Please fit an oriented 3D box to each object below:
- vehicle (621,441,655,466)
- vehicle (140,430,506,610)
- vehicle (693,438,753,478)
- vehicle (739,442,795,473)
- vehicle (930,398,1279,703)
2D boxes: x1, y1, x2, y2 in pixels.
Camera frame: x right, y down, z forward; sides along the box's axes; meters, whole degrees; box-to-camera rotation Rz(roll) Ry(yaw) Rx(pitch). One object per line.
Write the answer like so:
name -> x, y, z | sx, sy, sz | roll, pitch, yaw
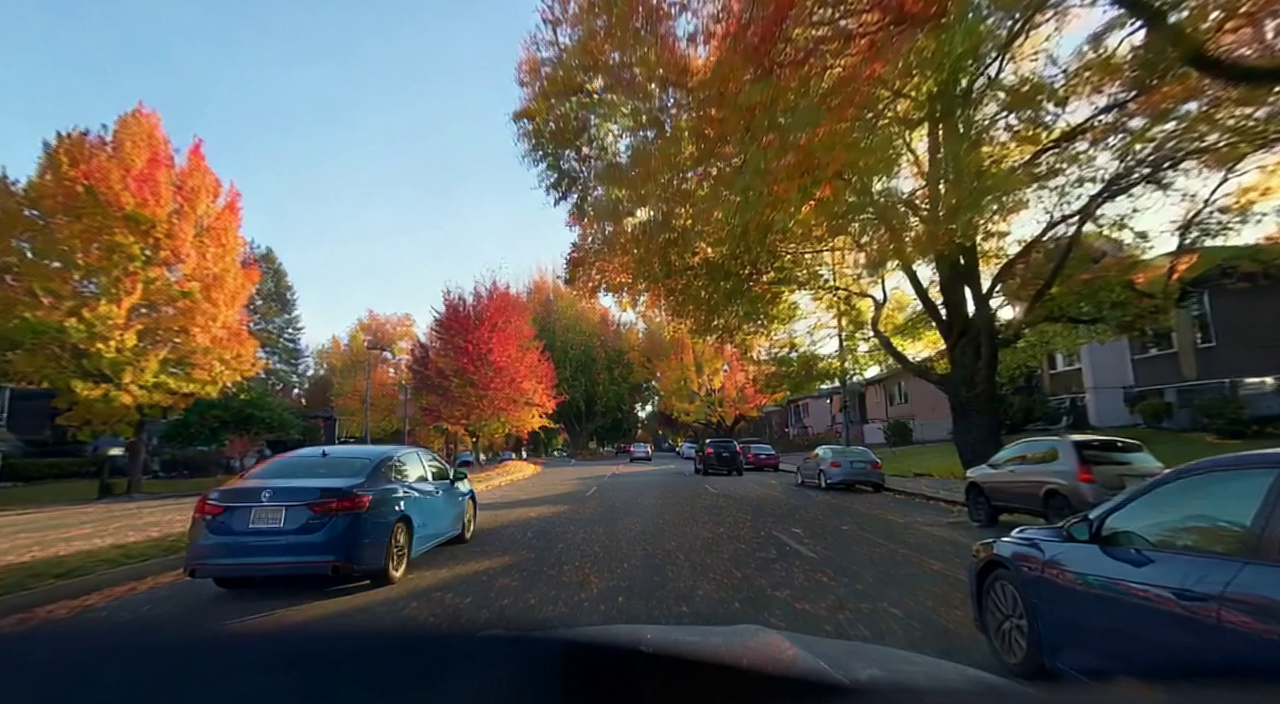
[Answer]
vehicle -> -0.122, 7.145, 44.286 | 2.293, 1.662, 4.262 | 0, -8, 0
vehicle -> -3.140, 1.739, 7.573 | 1.997, 1.479, 4.547 | 0, -8, 1
vehicle -> 3.630, 4.736, 28.363 | 2.019, 1.675, 4.488 | 0, -8, -1
vehicle -> 7.186, 5.995, 35.944 | 2.114, 1.628, 4.932 | 0, -8, -1
vehicle -> 3.223, 0.946, 2.434 | 2.060, 1.474, 4.475 | 0, -8, 0
